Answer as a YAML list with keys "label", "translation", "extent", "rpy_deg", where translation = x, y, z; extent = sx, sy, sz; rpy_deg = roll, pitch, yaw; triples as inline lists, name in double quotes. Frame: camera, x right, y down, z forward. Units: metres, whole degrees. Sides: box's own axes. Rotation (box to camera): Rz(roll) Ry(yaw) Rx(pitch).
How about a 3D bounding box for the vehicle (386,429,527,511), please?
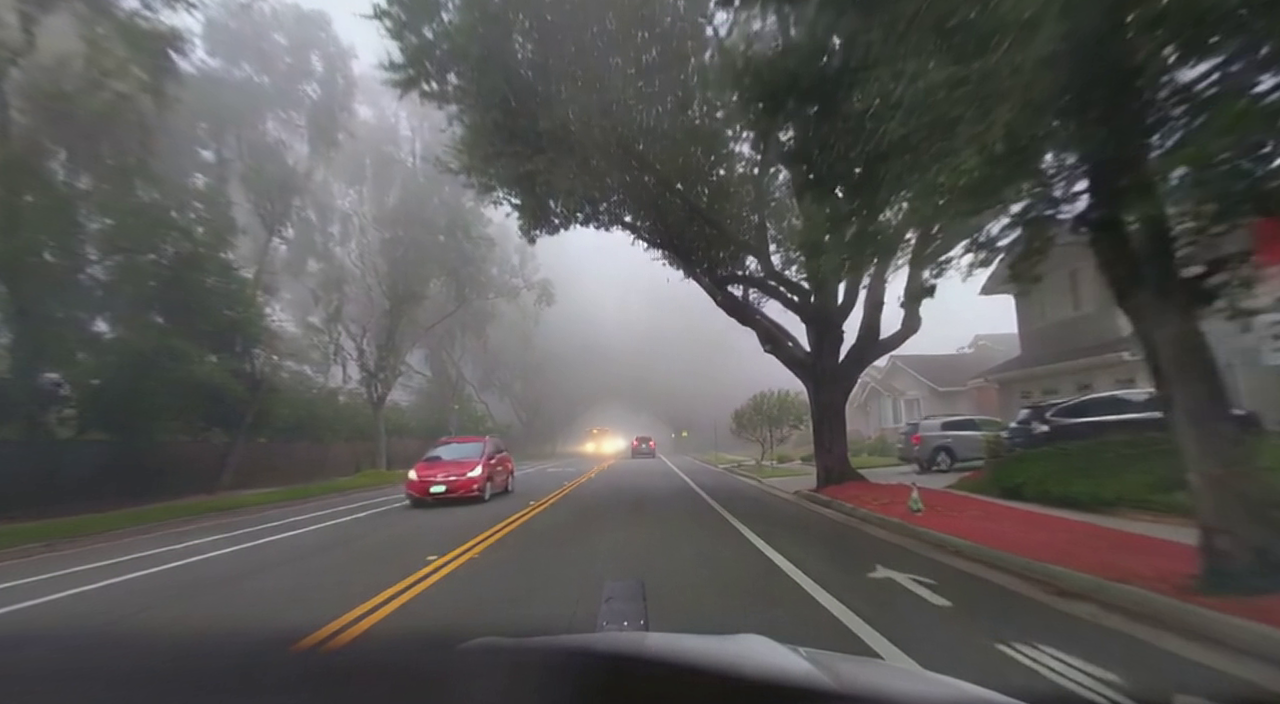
- label: "vehicle"
  translation: [-4.327, 2.837, 15.705]
  extent: [2.102, 1.620, 4.575]
  rpy_deg: [-3, -8, 1]
